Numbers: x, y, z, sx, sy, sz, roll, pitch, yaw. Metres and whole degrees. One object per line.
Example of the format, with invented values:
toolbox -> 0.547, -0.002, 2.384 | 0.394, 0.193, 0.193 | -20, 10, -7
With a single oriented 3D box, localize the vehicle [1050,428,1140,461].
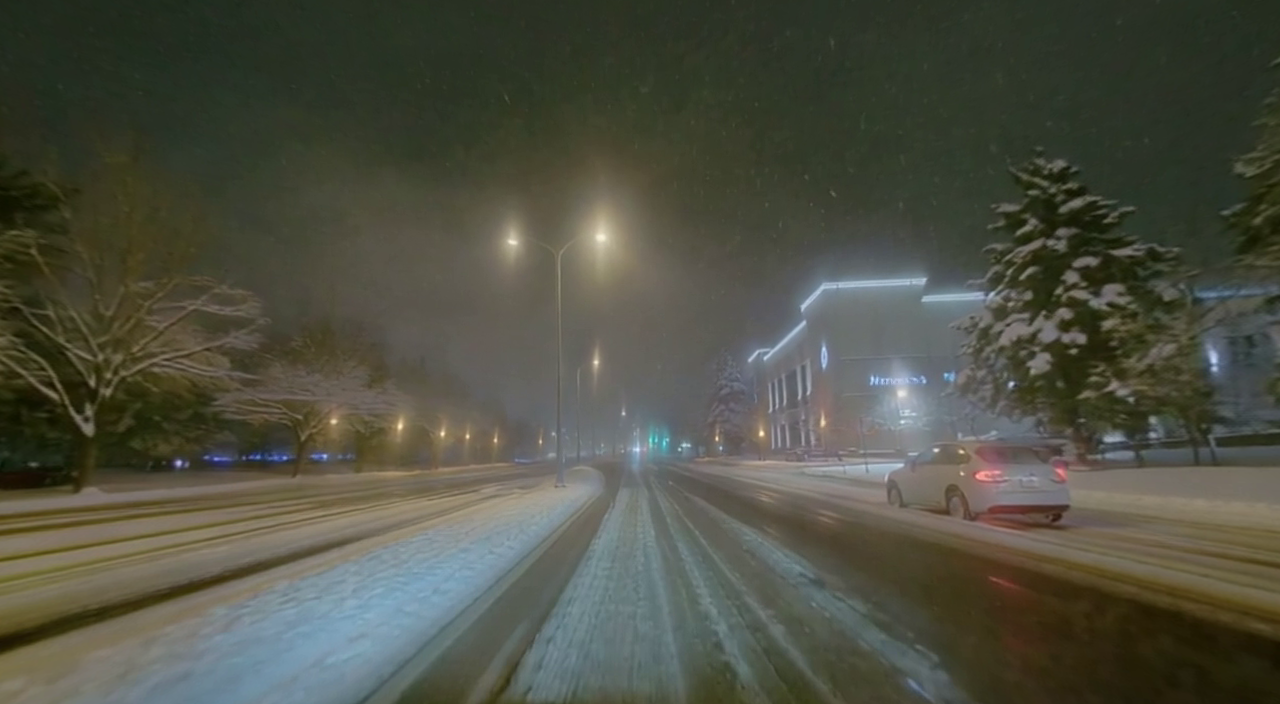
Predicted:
vehicle -> 28.918, 5.846, 40.370 | 2.149, 1.871, 4.506 | -1, -6, -4

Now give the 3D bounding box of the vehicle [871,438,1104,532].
vehicle -> 6.616, 2.563, 12.839 | 1.913, 1.504, 4.738 | 0, -9, -2
